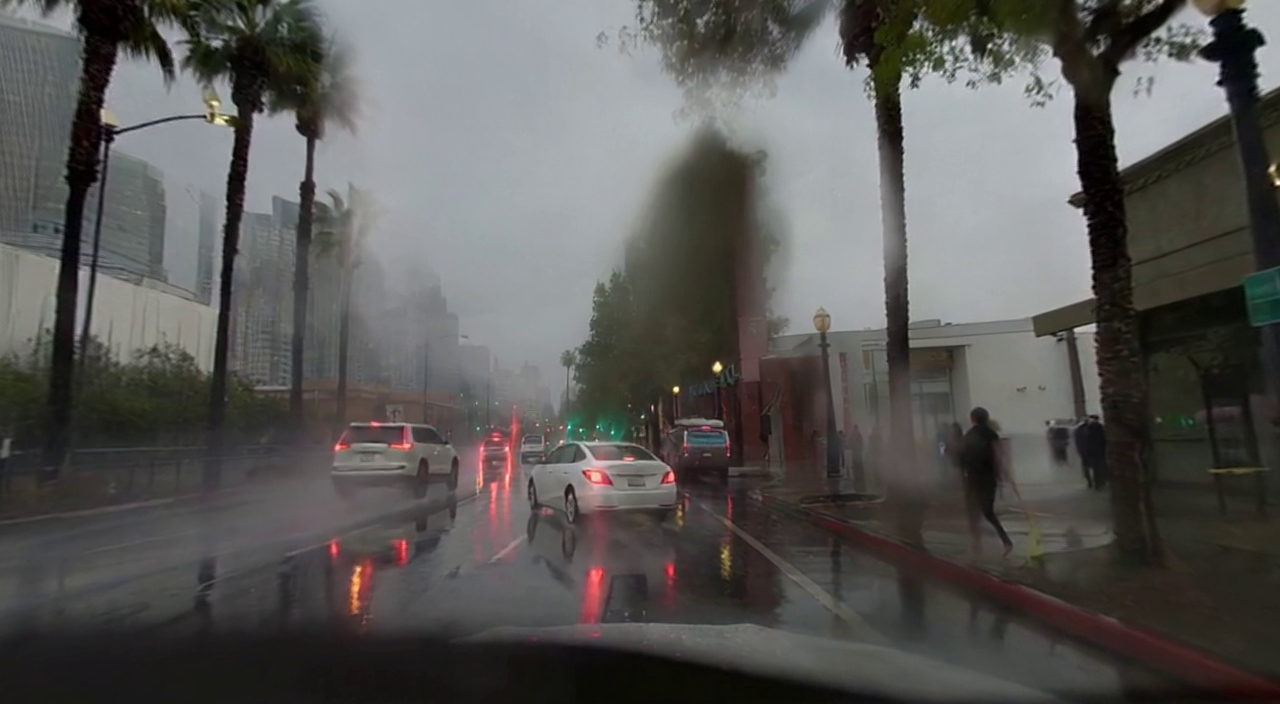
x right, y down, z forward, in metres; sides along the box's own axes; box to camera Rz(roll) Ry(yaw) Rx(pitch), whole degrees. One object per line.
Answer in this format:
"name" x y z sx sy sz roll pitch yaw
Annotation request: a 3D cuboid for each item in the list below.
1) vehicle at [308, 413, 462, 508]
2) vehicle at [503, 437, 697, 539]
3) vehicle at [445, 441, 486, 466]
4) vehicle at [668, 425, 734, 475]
"vehicle" -6.383 2.790 16.652 2.164 2.047 5.455 0 -8 -5
"vehicle" -1.000 2.383 11.846 1.930 1.477 4.657 4 -9 -27
"vehicle" -11.947 6.956 43.491 1.930 1.583 4.423 0 -8 -5
"vehicle" 2.775 4.645 29.979 2.126 2.167 5.098 1 -9 -6
